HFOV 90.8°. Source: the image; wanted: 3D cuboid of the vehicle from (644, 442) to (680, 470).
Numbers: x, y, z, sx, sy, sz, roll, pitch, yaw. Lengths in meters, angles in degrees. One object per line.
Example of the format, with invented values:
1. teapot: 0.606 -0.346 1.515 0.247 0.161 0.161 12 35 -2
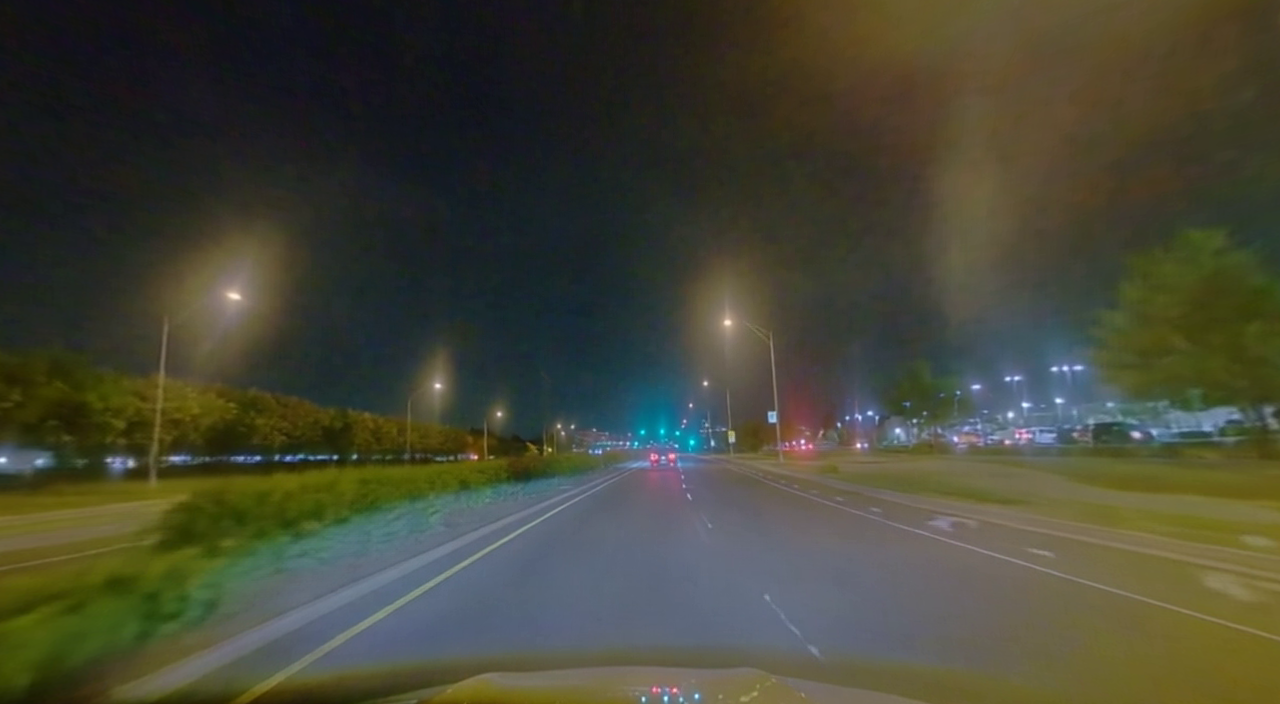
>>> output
1. vehicle: 1.351 6.487 39.653 2.158 1.600 3.865 -1 -8 1
